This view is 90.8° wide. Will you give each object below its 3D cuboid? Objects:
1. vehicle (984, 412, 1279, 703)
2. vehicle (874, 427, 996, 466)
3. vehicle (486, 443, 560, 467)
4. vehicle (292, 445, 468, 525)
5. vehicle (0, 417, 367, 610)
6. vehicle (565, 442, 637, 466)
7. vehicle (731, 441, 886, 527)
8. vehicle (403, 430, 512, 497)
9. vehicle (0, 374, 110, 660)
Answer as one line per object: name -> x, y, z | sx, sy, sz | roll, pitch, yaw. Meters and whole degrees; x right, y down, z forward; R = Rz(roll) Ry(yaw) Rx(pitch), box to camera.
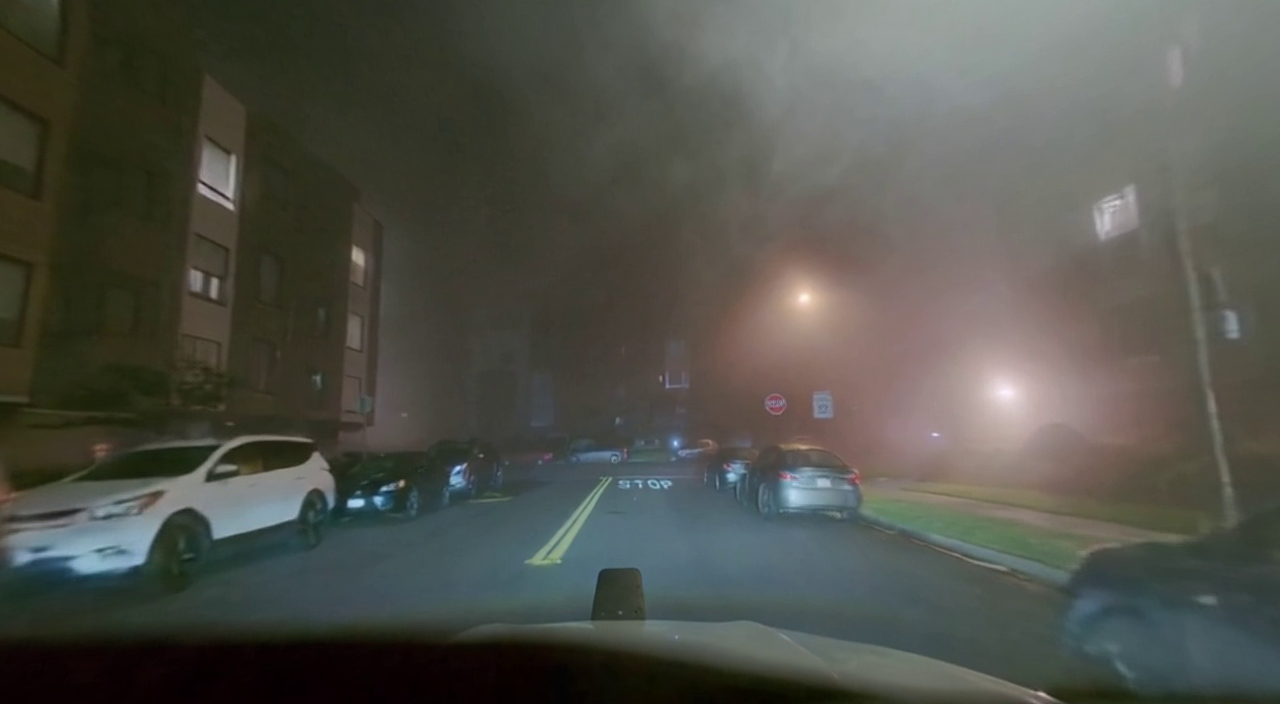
vehicle -> 3.368, 0.900, 1.843 | 2.008, 1.479, 4.622 | 0, -8, -2
vehicle -> 14.943, 4.820, 32.192 | 5.190, 1.855, 2.100 | 1, -8, -5
vehicle -> -7.346, 6.544, 40.049 | 4.423, 1.449, 1.813 | 1, -9, -5
vehicle -> -5.589, 2.877, 14.368 | 2.129, 1.505, 4.510 | 0, -8, -1
vehicle -> -5.582, 1.842, 8.231 | 2.075, 1.774, 4.596 | 0, -8, -2
vehicle -> -2.453, 6.502, 40.347 | 4.489, 1.470, 1.776 | 1, -9, -3
vehicle -> 3.280, 2.652, 13.330 | 1.919, 1.490, 4.339 | 0, -9, -2
vehicle -> -5.825, 3.640, 21.128 | 2.208, 1.903, 6.040 | 1, -8, -4
vehicle -> -5.468, 0.914, 2.852 | 2.216, 1.953, 4.553 | 0, -8, -2
